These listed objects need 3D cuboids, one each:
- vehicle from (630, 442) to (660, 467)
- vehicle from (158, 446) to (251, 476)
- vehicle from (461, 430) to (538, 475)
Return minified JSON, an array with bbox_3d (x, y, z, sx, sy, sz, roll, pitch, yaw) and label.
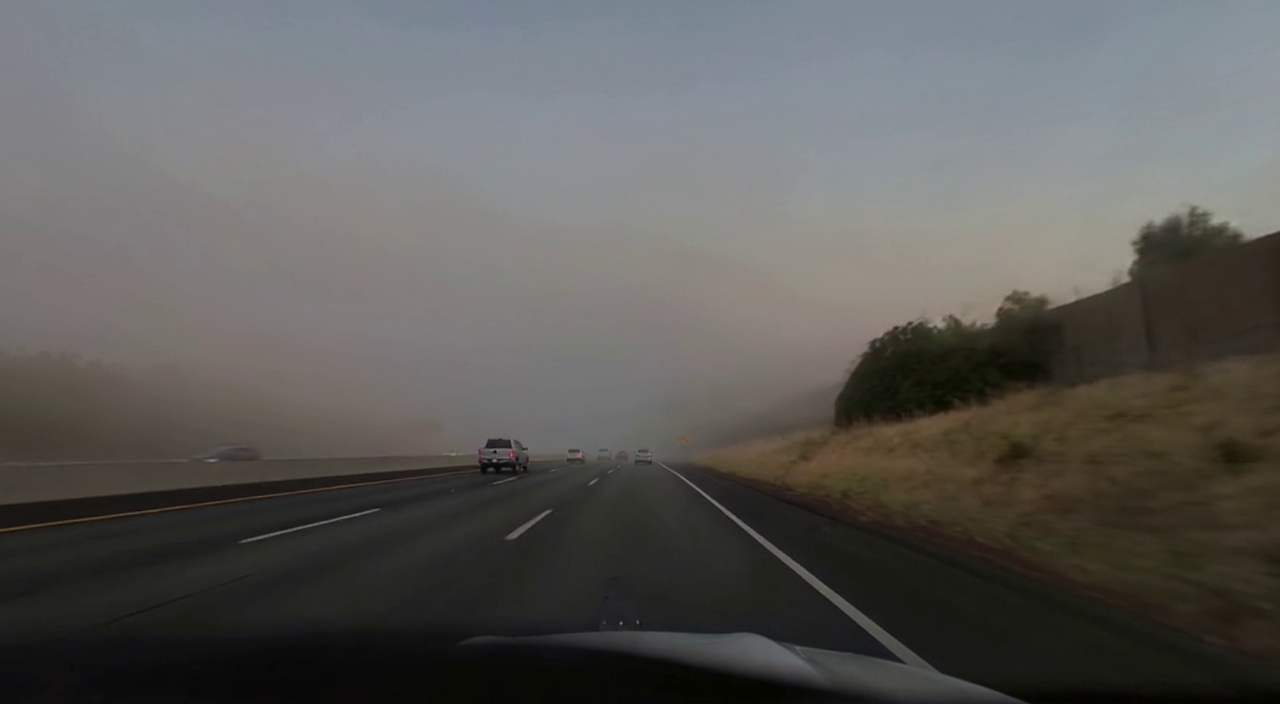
[{"bbox_3d":[0.364,7.691,47.367,2.141,1.706,4.065,0,-9,0],"label":"vehicle"},{"bbox_3d":[-24.962,6.234,36.364,1.866,1.557,4.805,0,-9,1],"label":"vehicle"},{"bbox_3d":[-6.686,4.883,30.852,2.438,1.967,5.596,0,-9,0],"label":"vehicle"}]
